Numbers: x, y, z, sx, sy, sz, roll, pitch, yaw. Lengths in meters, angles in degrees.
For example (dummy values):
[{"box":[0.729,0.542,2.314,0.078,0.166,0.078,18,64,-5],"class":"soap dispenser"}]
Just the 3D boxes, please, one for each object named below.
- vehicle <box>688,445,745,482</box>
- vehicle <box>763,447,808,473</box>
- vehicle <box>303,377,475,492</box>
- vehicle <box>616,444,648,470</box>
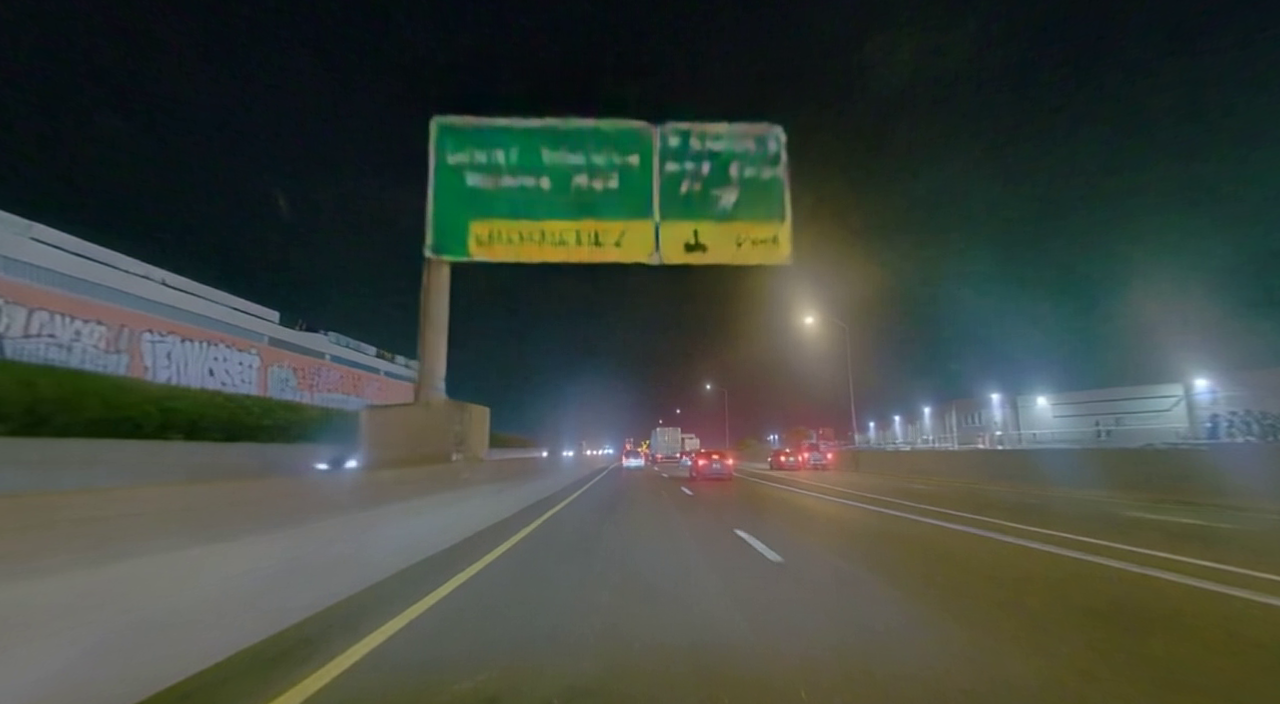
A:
[{"box":[3.522,5.262,29.867,2.045,1.605,4.674,0,-9,-1],"class":"vehicle"},{"box":[9.909,7.378,42.951,2.107,1.648,4.324,-1,-9,1],"class":"vehicle"},{"box":[-8.422,3.024,22.448,2.794,3.367,8.009,0,-9,0],"class":"vehicle"},{"box":[-0.586,7.510,44.879,2.169,1.753,4.151,0,-9,-1],"class":"vehicle"}]
